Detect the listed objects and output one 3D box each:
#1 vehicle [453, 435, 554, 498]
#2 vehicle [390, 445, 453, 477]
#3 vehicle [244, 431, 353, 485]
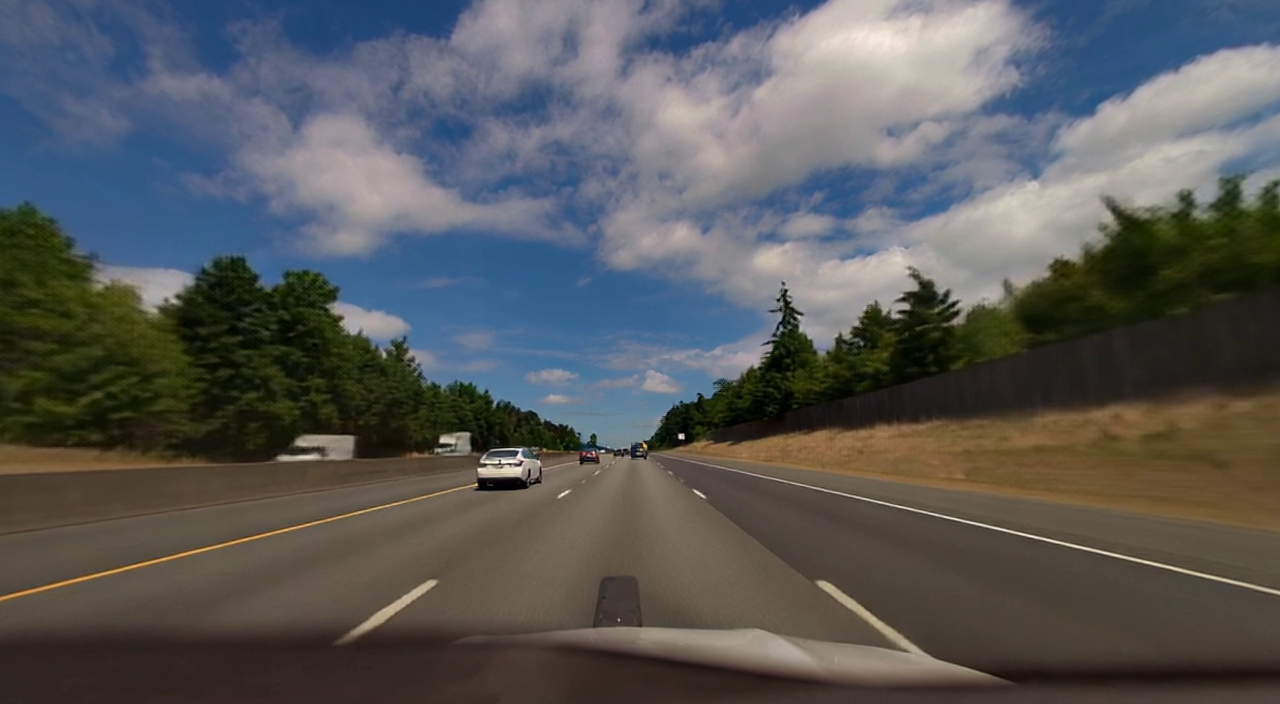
[{"bbox_3d":[-4.032,3.477,19.337,2.151,1.693,4.201,-1,-9,0],"label":"vehicle"},{"bbox_3d":[-13.060,6.512,37.772,2.170,1.748,4.308,-1,-9,0],"label":"vehicle"},{"bbox_3d":[-17.075,5.328,31.784,2.330,2.418,5.463,-1,-9,1],"label":"vehicle"}]
